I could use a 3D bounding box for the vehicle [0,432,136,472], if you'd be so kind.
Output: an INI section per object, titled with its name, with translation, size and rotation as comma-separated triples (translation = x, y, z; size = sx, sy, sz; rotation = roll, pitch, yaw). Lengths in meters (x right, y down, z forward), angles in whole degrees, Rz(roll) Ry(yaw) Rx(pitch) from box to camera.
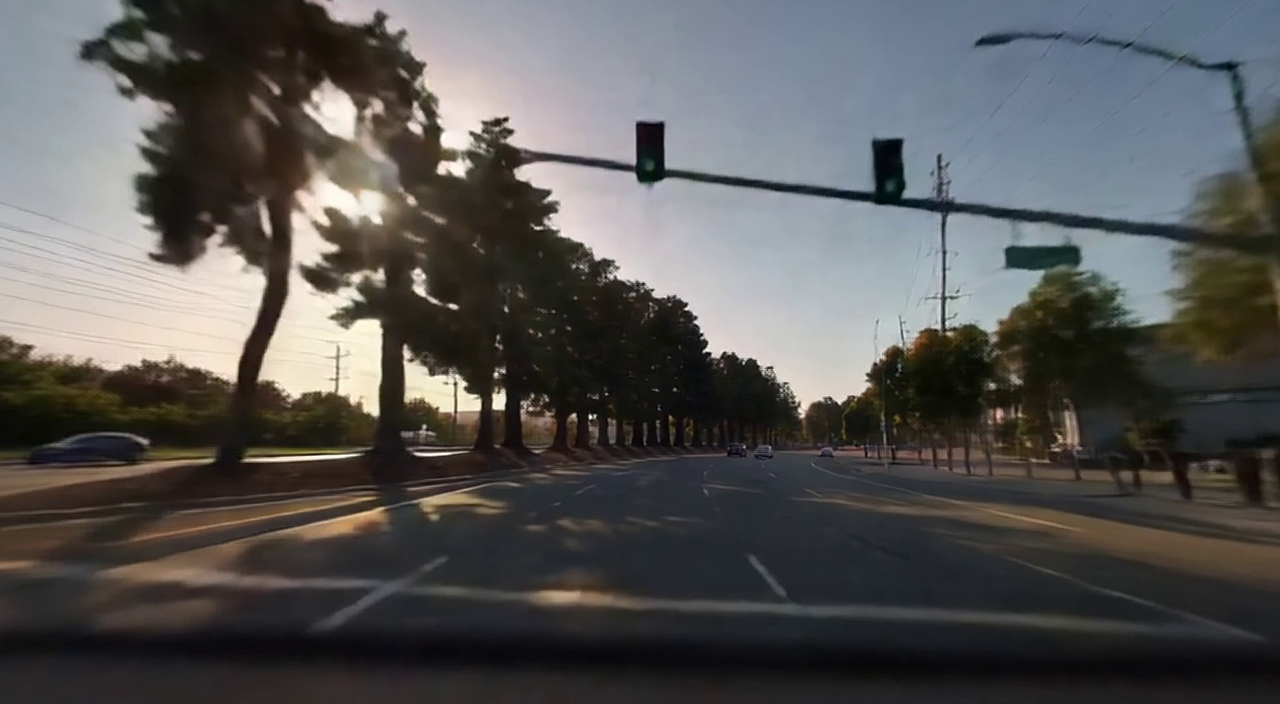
[vehicle]
translation = -23.520, 4.039, 25.707
size = 1.871, 1.474, 4.554
rotation = -1, -9, 8
